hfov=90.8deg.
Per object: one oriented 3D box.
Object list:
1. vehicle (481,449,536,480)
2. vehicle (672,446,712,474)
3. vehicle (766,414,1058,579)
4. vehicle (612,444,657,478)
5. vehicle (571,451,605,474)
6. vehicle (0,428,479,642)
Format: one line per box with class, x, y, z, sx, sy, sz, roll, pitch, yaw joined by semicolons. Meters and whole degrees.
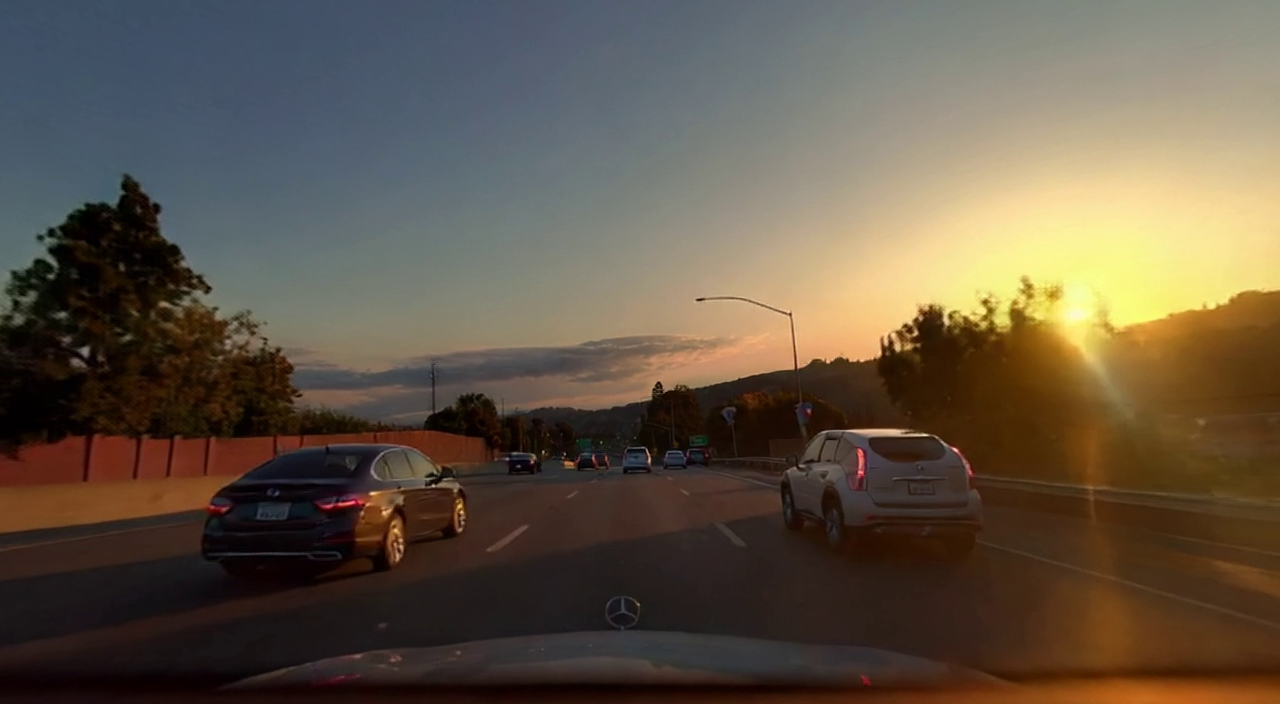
vehicle;-6.947;6.009;33.903;1.980;1.519;4.147;0;-8;1
vehicle;3.440;7.189;42.403;2.320;1.735;4.408;0;-8;0
vehicle;3.326;1.856;8.977;2.029;1.716;4.545;0;-8;-1
vehicle;-0.295;6.114;35.702;2.408;1.748;4.217;0;-8;0
vehicle;-3.657;7.860;45.133;1.968;1.473;4.209;0;-8;1
vehicle;-3.507;1.667;6.982;2.130;1.514;4.766;0;-8;1
